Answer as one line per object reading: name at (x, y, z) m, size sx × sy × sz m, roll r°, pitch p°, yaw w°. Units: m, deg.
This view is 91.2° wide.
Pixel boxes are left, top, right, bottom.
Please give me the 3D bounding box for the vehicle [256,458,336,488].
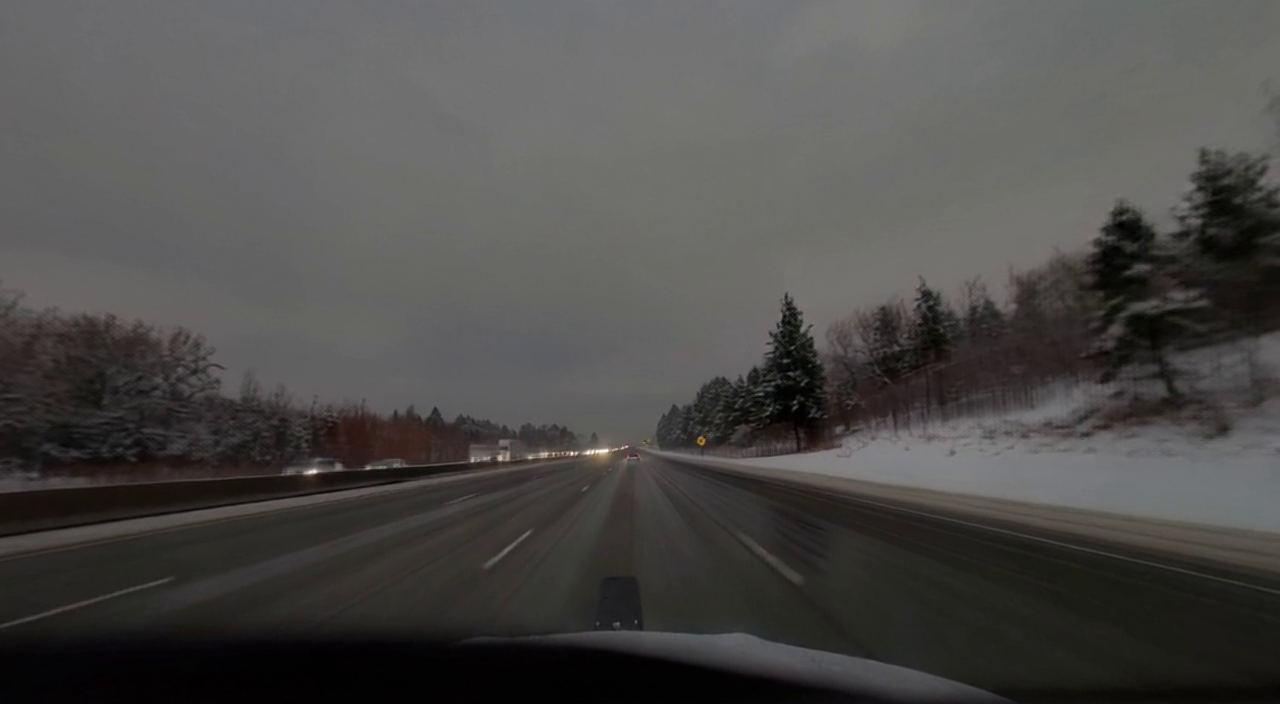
vehicle at (-19.169, 6.763, 35.184) m, size 1.946 × 1.482 × 4.513 m, roll 0°, pitch -9°, yaw -1°
